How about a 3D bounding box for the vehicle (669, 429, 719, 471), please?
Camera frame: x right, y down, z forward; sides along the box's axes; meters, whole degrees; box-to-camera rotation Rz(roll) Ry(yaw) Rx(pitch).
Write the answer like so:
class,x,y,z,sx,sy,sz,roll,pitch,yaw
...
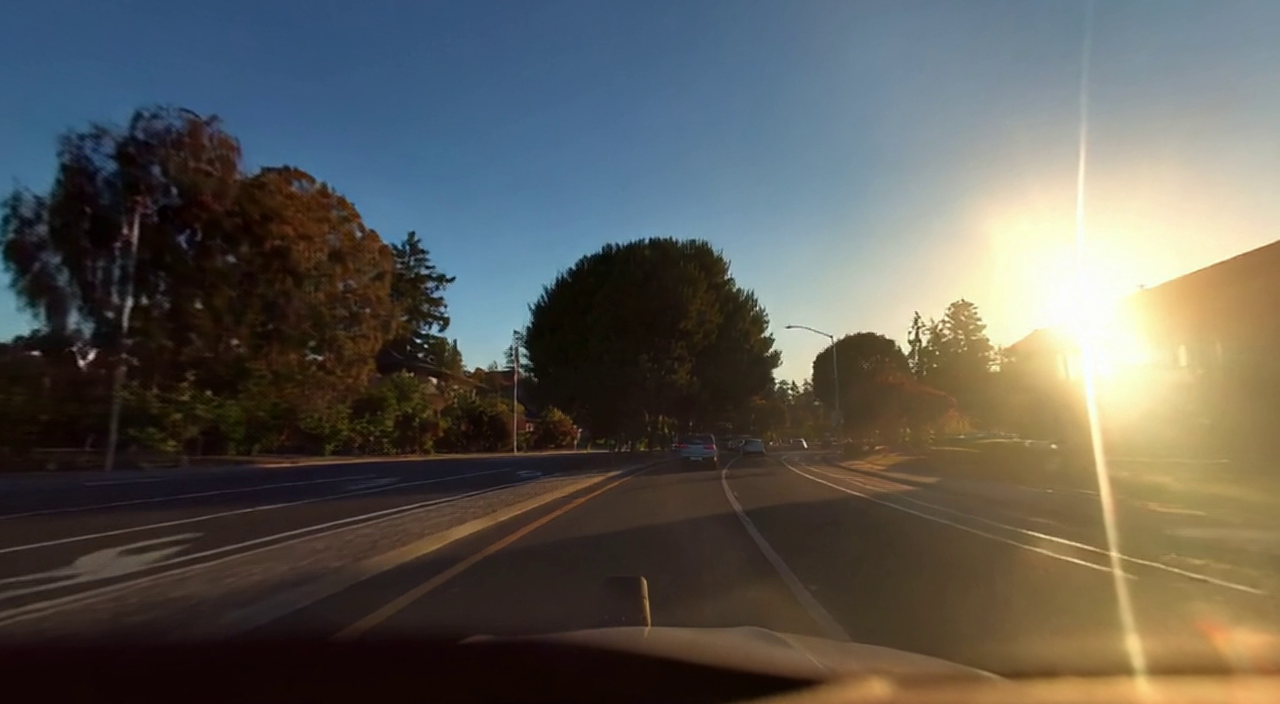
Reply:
class,x,y,z,sx,sy,sz,roll,pitch,yaw
vehicle,2.873,5.060,32.497,2.072,2.002,4.391,-2,-9,12
